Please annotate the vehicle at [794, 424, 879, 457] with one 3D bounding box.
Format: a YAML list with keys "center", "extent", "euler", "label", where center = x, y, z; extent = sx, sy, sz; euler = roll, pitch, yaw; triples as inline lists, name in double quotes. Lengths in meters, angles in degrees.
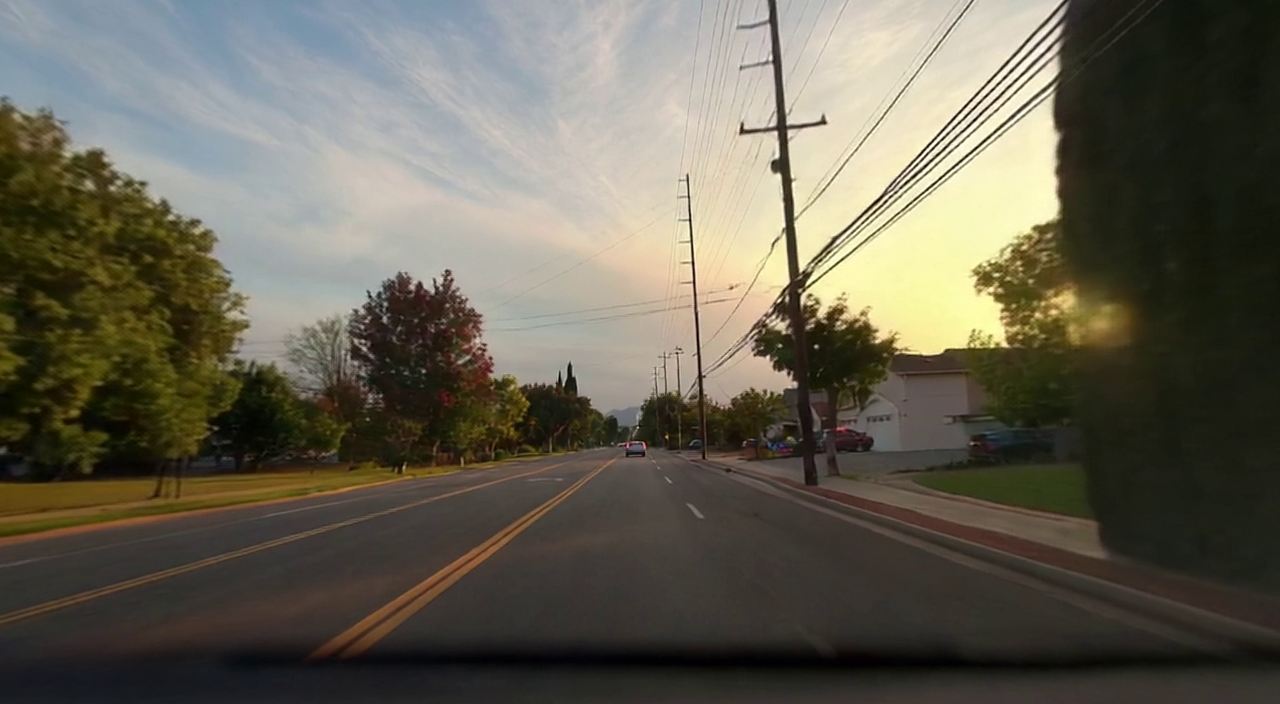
- center: [12.860, 5.832, 41.433]
  extent: [4.905, 2.056, 2.058]
  euler: [0, -8, 0]
  label: "vehicle"
